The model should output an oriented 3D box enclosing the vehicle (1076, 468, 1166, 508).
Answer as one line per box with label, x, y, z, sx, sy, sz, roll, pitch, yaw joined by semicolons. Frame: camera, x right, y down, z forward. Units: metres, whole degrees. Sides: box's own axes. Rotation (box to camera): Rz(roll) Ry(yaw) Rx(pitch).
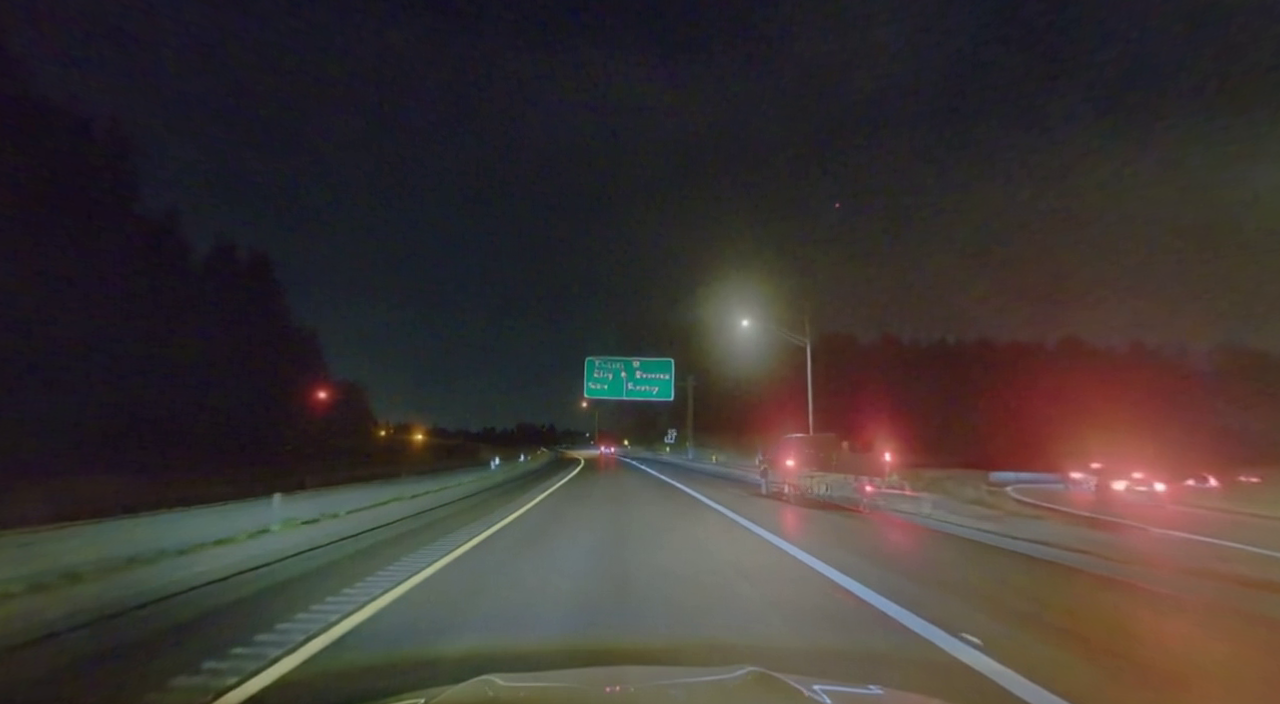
vehicle;20.191;5.670;26.569;2.129;1.444;3.649;-4;-10;24
